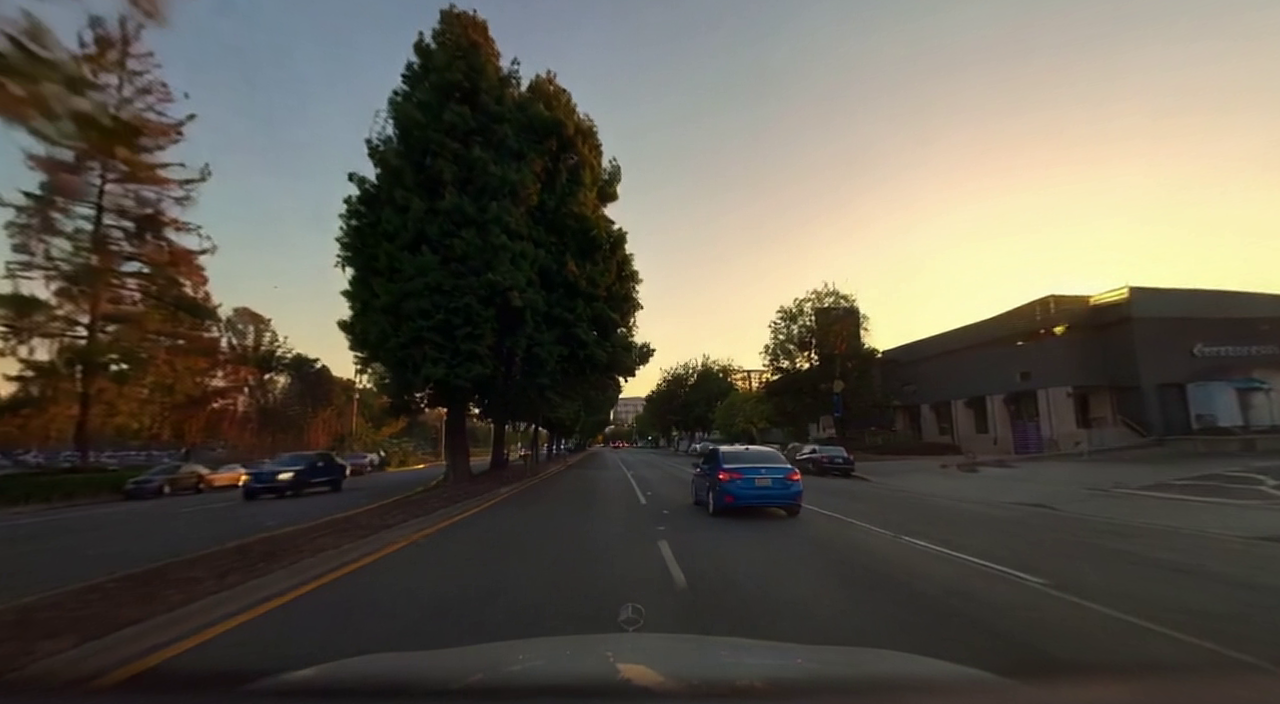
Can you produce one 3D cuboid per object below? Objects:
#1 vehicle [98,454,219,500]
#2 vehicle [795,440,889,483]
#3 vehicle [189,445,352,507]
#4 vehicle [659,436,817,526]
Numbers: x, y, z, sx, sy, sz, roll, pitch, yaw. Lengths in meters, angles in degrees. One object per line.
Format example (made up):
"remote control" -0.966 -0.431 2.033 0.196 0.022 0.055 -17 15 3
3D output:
"vehicle" -20.854 5.371 27.579 1.888 1.751 4.526 0 -8 -4
"vehicle" 7.800 4.260 24.821 2.017 1.516 4.393 0 -8 -3
"vehicle" -10.207 3.410 17.947 1.990 1.496 4.598 0 -8 -2
"vehicle" 1.672 2.434 12.552 2.141 1.443 4.499 0 -8 -4
